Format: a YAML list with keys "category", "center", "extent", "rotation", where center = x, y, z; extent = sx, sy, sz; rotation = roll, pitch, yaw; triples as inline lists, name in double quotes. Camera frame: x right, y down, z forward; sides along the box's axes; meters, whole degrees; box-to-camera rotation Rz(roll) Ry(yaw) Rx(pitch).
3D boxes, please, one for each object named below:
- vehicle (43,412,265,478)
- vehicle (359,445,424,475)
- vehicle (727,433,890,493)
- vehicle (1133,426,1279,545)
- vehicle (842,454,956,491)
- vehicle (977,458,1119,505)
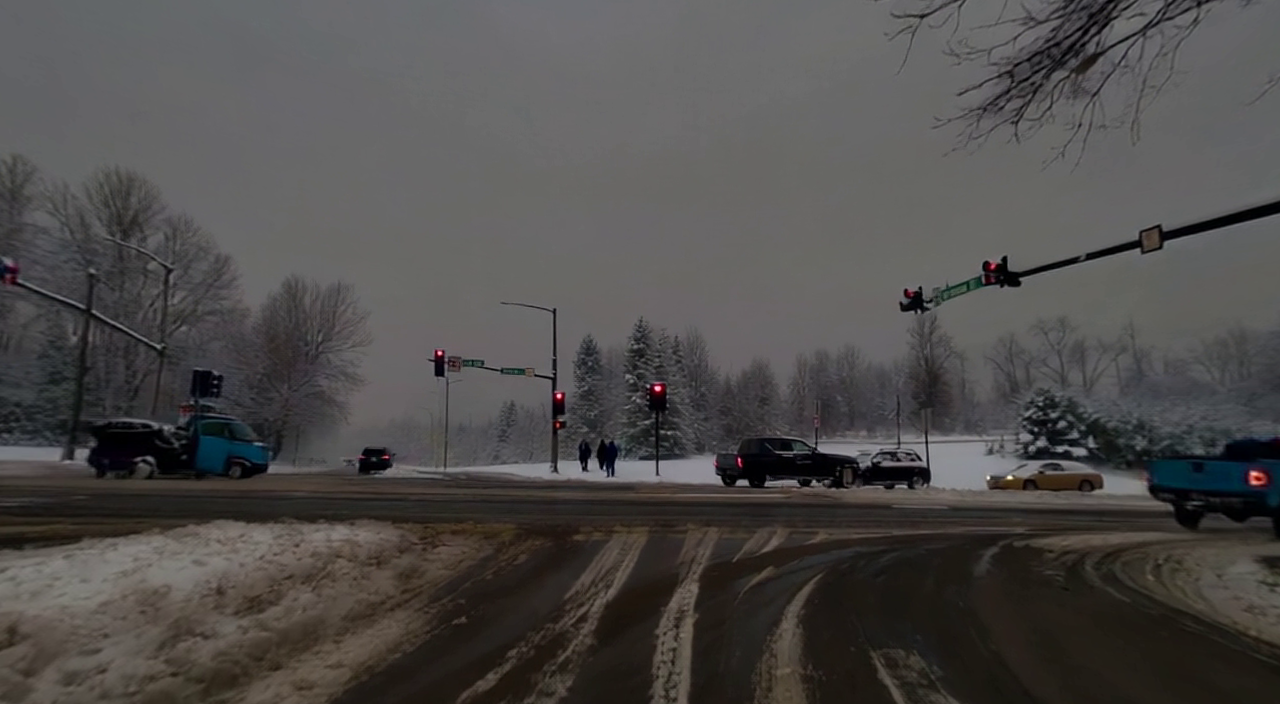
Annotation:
- category: "vehicle"
  center: [-16.875, 3.310, 22.299]
  extent: [2.243, 2.011, 5.631]
  rotation: [-5, -10, 29]
- category: "vehicle"
  center: [-13.619, 5.948, 34.829]
  extent: [1.964, 1.525, 4.750]
  rotation: [1, -9, -4]
- category: "vehicle"
  center: [6.274, 4.187, 23.770]
  extent: [5.535, 1.896, 2.170]
  rotation: [4, -9, -7]
- category: "vehicle"
  center: [15.535, 3.038, 14.862]
  extent: [5.978, 2.400, 2.851]
  rotation: [3, -9, -14]
- category: "vehicle"
  center: [12.086, 5.639, 29.552]
  extent: [4.537, 1.608, 1.827]
  rotation: [1, -9, -6]
- category: "vehicle"
  center: [16.175, 5.111, 25.099]
  extent: [4.356, 1.498, 1.957]
  rotation: [-2, -8, -5]
